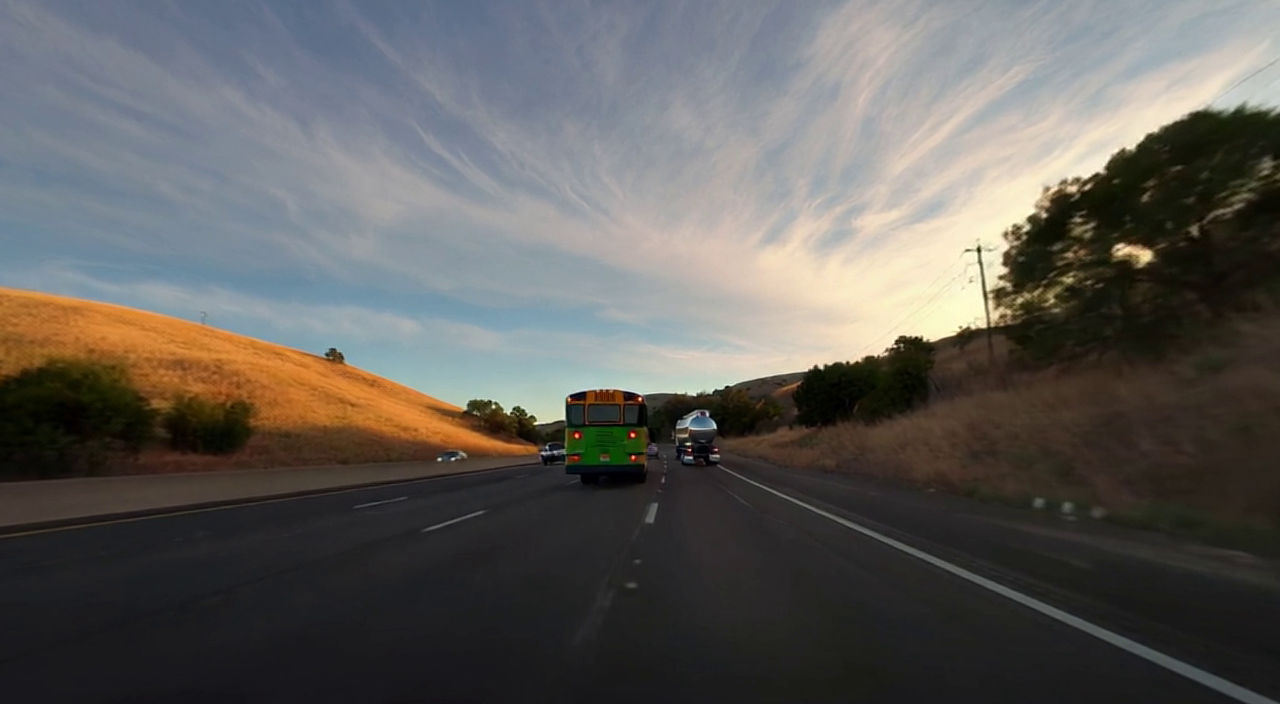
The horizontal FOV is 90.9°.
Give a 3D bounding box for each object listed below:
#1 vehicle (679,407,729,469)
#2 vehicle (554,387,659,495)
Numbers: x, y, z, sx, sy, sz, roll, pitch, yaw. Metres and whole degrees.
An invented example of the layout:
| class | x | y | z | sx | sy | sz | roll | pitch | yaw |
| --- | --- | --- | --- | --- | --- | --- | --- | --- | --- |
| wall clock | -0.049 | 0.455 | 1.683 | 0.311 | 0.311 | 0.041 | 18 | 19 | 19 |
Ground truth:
| class | x | y | z | sx | sy | sz | roll | pitch | yaw |
| --- | --- | --- | --- | --- | --- | --- | --- | --- | --- |
| vehicle | 4.104 | 5.774 | 41.744 | 2.716 | 3.705 | 7.018 | 0 | -9 | 1 |
| vehicle | -0.869 | 3.465 | 24.503 | 2.948 | 3.265 | 10.569 | 0 | -8 | 3 |
